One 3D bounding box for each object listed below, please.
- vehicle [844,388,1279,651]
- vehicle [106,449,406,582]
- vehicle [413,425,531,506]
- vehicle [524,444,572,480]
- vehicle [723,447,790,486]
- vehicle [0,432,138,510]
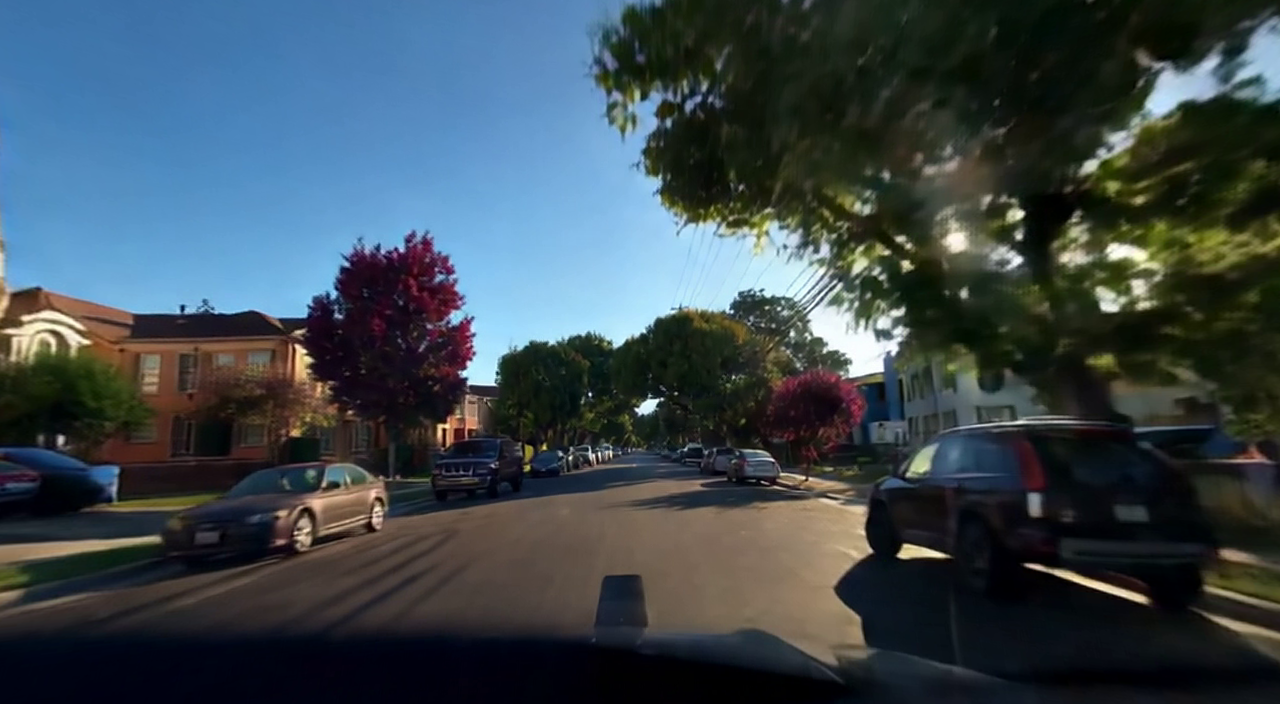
[{"bbox_3d":[3.849,1.455,6.514,2.049,1.776,4.285,0,-9,0],"label":"vehicle"},{"bbox_3d":[-5.331,2.260,9.651,1.824,1.417,4.395,-2,-8,0],"label":"vehicle"},{"bbox_3d":[-5.150,3.551,20.328,2.242,2.135,5.566,-2,-8,0],"label":"vehicle"},{"bbox_3d":[-5.004,5.983,34.758,1.873,1.709,4.206,-4,-8,0],"label":"vehicle"},{"bbox_3d":[4.583,4.560,25.541,1.893,1.437,4.369,0,-9,0],"label":"vehicle"},{"bbox_3d":[-16.320,2.857,15.606,5.908,1.762,2.107,1,-9,-1],"label":"vehicle"}]
